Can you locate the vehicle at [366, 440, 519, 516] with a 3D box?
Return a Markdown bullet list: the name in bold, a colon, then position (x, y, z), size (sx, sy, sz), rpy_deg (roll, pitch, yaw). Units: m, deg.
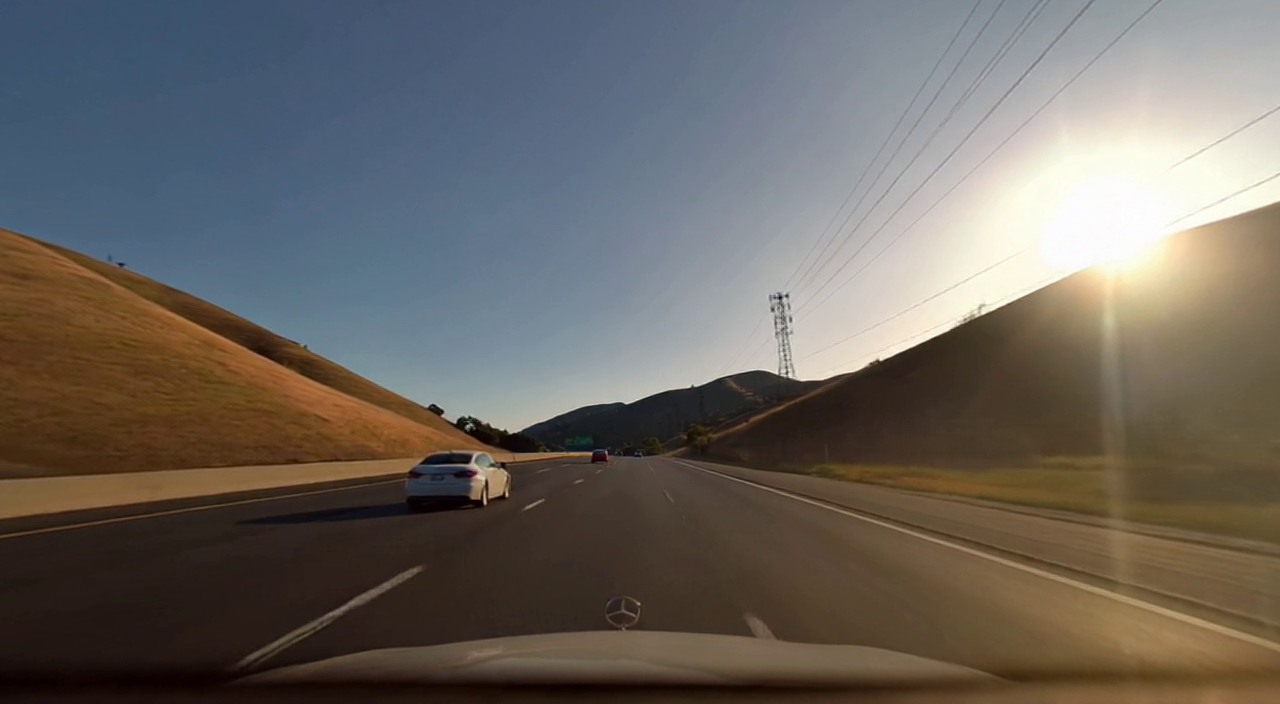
- **vehicle**: position (-4.438, 2.912, 15.205), size (2.064, 1.489, 4.966), rpy_deg (0, -9, 0)
